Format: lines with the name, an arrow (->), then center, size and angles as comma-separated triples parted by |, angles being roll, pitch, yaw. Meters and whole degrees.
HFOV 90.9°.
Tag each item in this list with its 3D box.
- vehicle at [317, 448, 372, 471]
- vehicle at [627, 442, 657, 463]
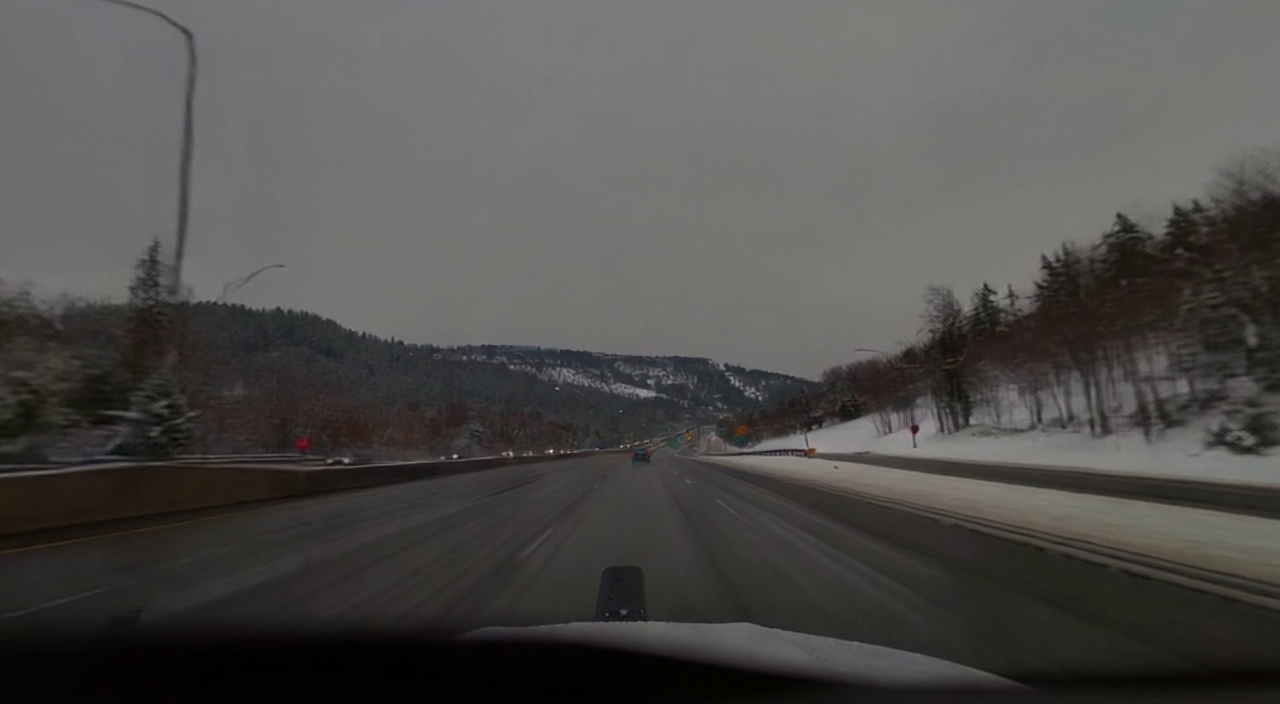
vehicle -> -20.877, 7.601, 44.733 | 2.001, 1.500, 3.901 | 0, -8, 0
vehicle -> 0.094, 7.519, 47.424 | 2.193, 1.497, 4.337 | 0, -8, -1
